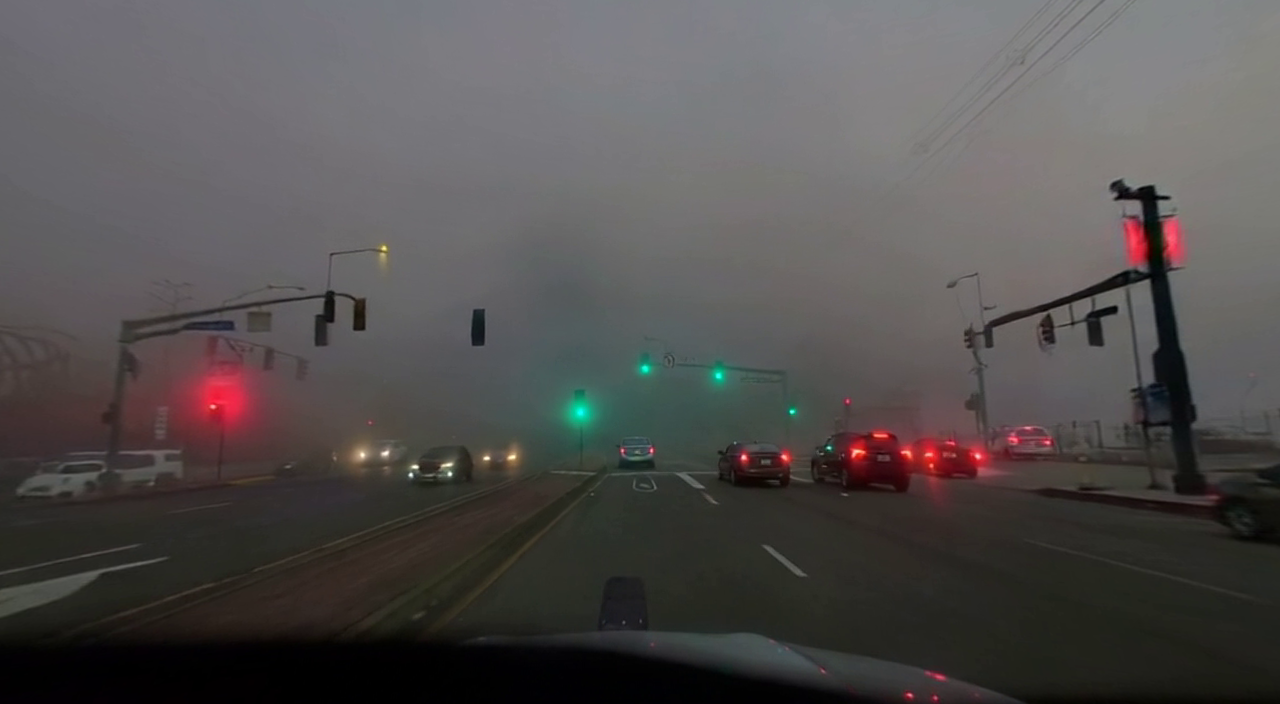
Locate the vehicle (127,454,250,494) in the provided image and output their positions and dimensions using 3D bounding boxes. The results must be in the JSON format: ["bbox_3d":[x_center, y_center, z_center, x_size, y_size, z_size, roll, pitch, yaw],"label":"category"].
[{"bbox_3d":[-18.751,5.048,26.480,1.843,1.468,4.475,-1,-8,0],"label":"vehicle"}]

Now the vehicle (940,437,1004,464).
[{"bbox_3d":[19.845,5.881,37.842,1.807,1.491,3.858,-1,-8,2],"label":"vehicle"}]

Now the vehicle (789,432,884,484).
[{"bbox_3d":[7.073,3.859,23.230,2.040,1.738,4.414,0,-8,-1],"label":"vehicle"}]

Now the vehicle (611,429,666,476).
[{"bbox_3d":[-0.022,4.384,27.583,2.210,1.861,4.280,0,-8,1],"label":"vehicle"}]

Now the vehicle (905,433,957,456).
[{"bbox_3d":[22.924,7.261,49.873,1.904,1.712,4.552,0,-7,-1],"label":"vehicle"}]

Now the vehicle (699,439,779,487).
[{"bbox_3d":[3.310,3.790,21.945,1.963,1.484,4.609,0,-8,-1],"label":"vehicle"}]

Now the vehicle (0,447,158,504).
[{"bbox_3d":[-19.120,4.190,21.337,2.062,1.634,4.535,-2,-11,-1],"label":"vehicle"}]

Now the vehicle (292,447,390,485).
[{"bbox_3d":[-12.689,4.852,27.123,1.887,1.453,4.696,0,-8,0],"label":"vehicle"}]

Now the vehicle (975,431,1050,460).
[{"bbox_3d":[22.178,5.642,37.714,1.988,1.632,4.181,0,-9,2],"label":"vehicle"}]

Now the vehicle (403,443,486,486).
[{"bbox_3d":[-7.550,4.356,24.818,2.102,1.496,4.465,0,-8,-4],"label":"vehicle"}]

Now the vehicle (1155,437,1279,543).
[{"bbox_3d":[10.202,2.032,9.000,1.845,1.454,4.620,0,-6,0],"label":"vehicle"}]
